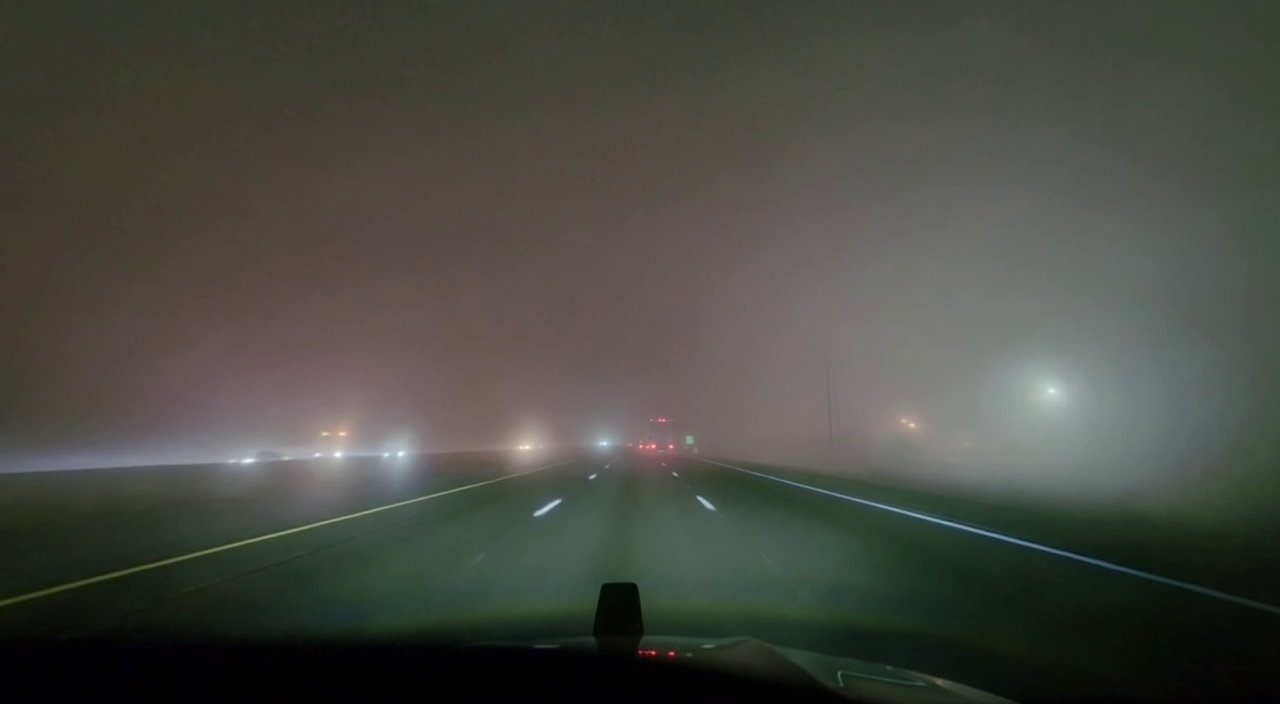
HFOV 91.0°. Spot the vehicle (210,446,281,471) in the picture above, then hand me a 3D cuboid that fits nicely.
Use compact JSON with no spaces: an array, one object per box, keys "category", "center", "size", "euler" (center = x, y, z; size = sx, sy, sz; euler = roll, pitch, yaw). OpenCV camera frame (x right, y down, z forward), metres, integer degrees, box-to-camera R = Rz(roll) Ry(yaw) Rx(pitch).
[{"category":"vehicle","center":[-29.182,7.857,46.788],"size":[2.015,1.746,4.942],"euler":[0,-8,2]}]
